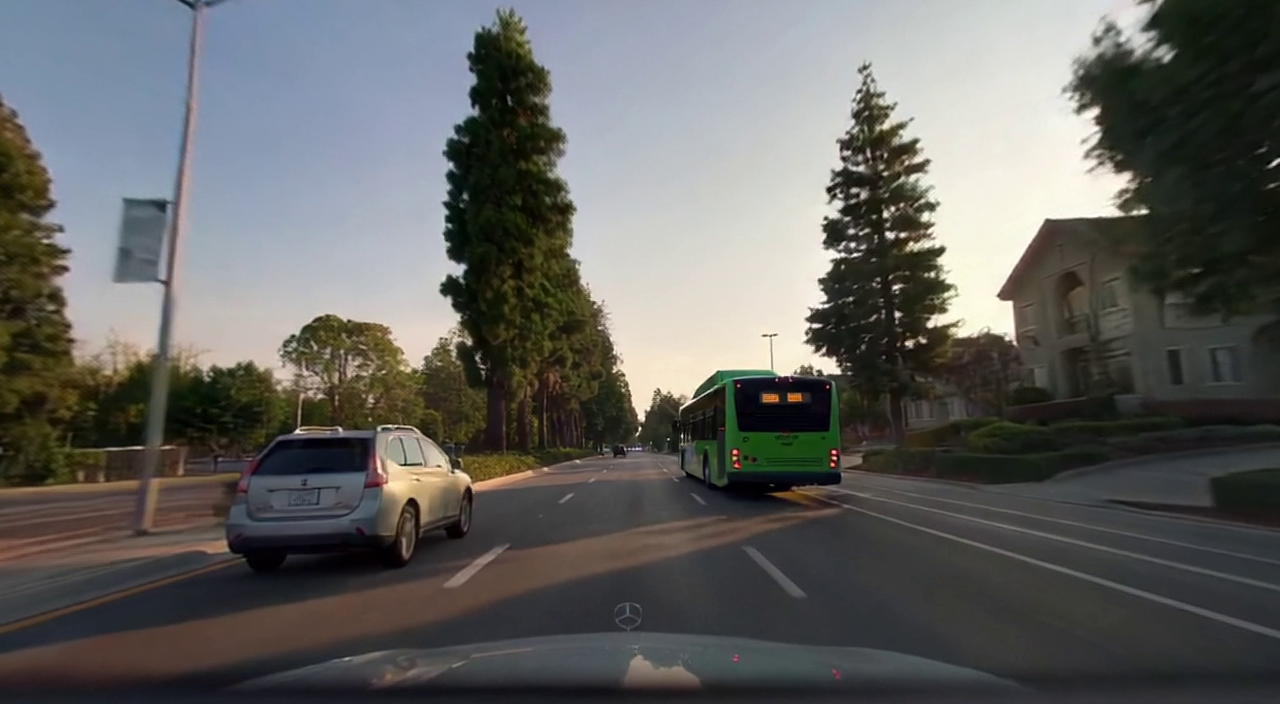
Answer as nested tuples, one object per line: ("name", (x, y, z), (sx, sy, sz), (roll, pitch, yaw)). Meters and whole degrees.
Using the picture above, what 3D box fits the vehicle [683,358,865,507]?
("vehicle", (3.393, 2.703, 20.306), (3.072, 3.278, 12.747), (0, -8, 0))

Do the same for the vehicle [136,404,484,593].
("vehicle", (-3.696, 1.713, 8.209), (2.111, 1.767, 4.333), (0, -8, 1))
